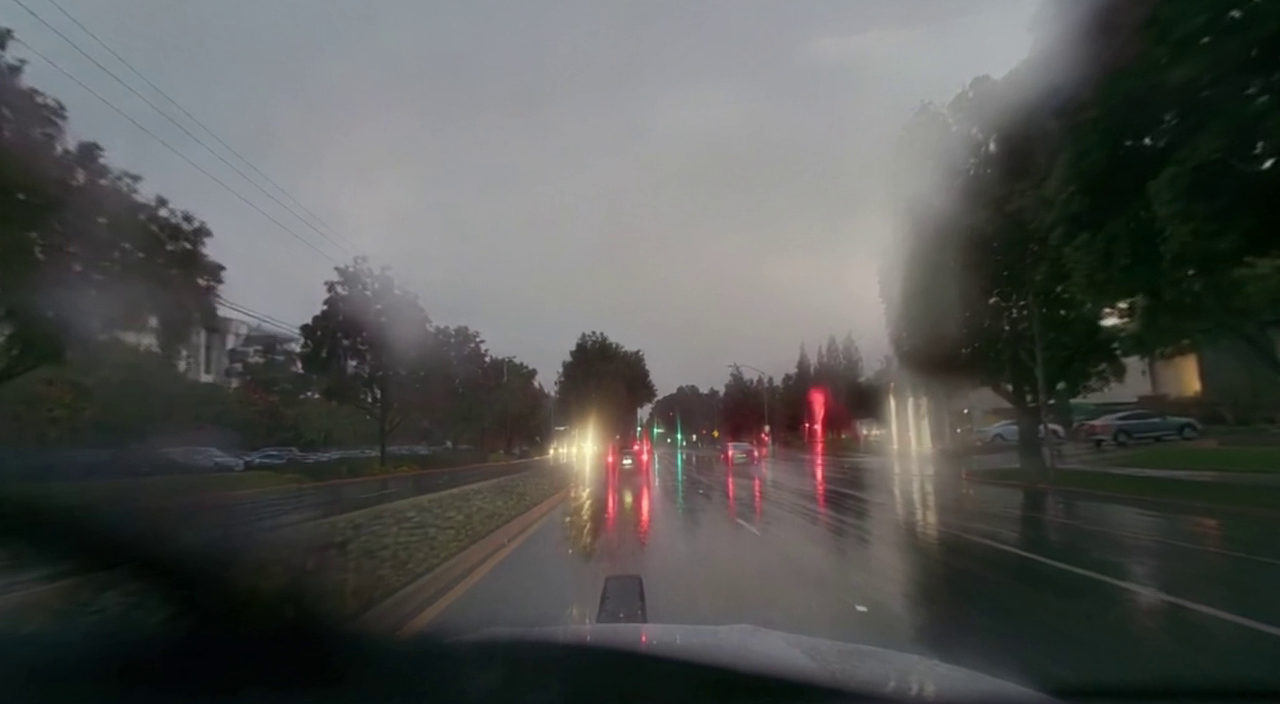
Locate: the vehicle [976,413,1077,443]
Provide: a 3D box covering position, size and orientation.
[{"bbox_3d":[22.356,4.430,36.658,4.531,1.432,1.949,-3,-8,-1],"label":"vehicle"}]

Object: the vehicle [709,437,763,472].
[{"bbox_3d":[4.743,5.099,31.703,1.987,1.613,4.081,0,-8,-1],"label":"vehicle"}]

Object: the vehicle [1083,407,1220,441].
[{"bbox_3d":[22.651,3.216,28.094,4.441,1.444,1.870,0,-7,0],"label":"vehicle"}]

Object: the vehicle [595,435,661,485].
[{"bbox_3d":[-0.378,3.850,22.824,2.181,1.639,4.127,0,-8,1],"label":"vehicle"}]
